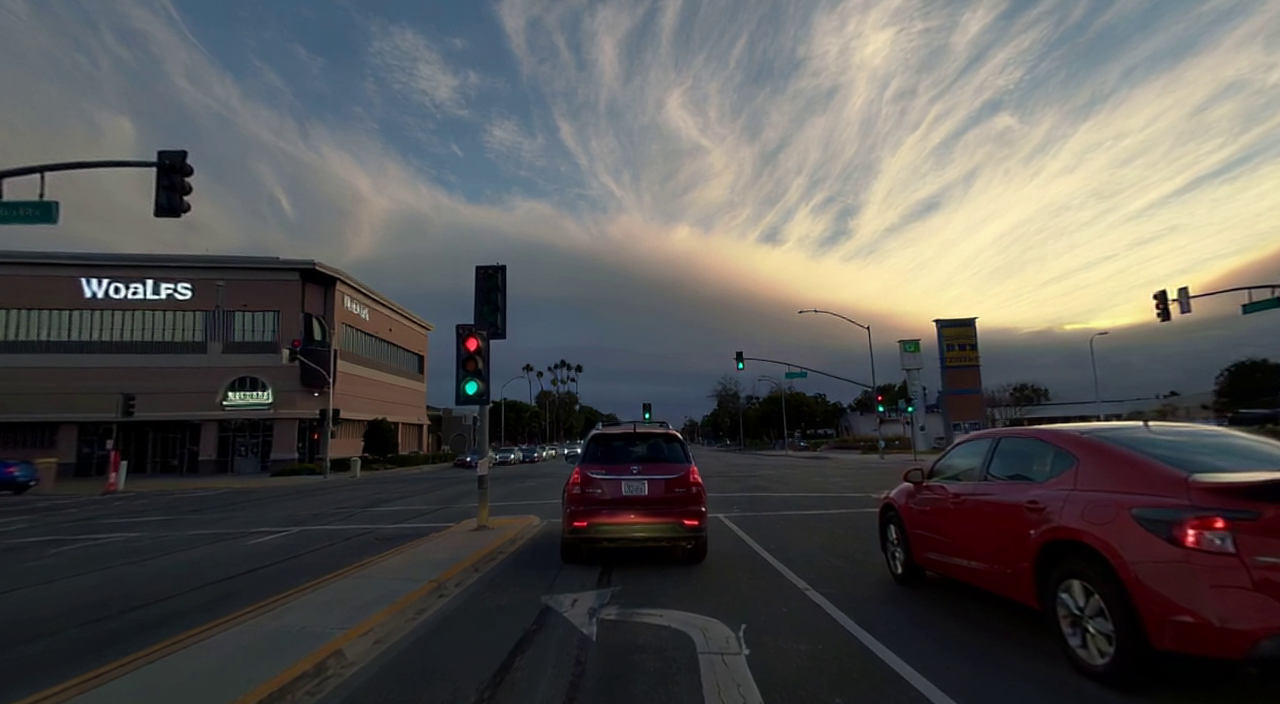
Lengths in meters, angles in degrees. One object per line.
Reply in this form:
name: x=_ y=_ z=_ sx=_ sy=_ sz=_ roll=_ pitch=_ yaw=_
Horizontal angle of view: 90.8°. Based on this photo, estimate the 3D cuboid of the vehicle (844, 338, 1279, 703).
vehicle: x=3.210 y=1.102 z=4.438 sx=2.040 sy=1.674 sz=4.455 roll=0 pitch=-9 yaw=0

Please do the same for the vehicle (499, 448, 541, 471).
vehicle: x=-8.571 y=7.704 z=45.395 sx=2.163 sy=1.529 sz=4.210 roll=-1 pitch=-9 yaw=1

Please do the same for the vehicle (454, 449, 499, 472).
vehicle: x=-11.828 y=7.864 z=46.078 sx=2.005 sy=1.596 sz=4.342 roll=-1 pitch=-9 yaw=1

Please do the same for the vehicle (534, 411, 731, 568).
vehicle: x=-0.135 y=1.894 z=9.467 sx=2.238 sy=1.762 sz=4.445 roll=0 pitch=-9 yaw=-1
